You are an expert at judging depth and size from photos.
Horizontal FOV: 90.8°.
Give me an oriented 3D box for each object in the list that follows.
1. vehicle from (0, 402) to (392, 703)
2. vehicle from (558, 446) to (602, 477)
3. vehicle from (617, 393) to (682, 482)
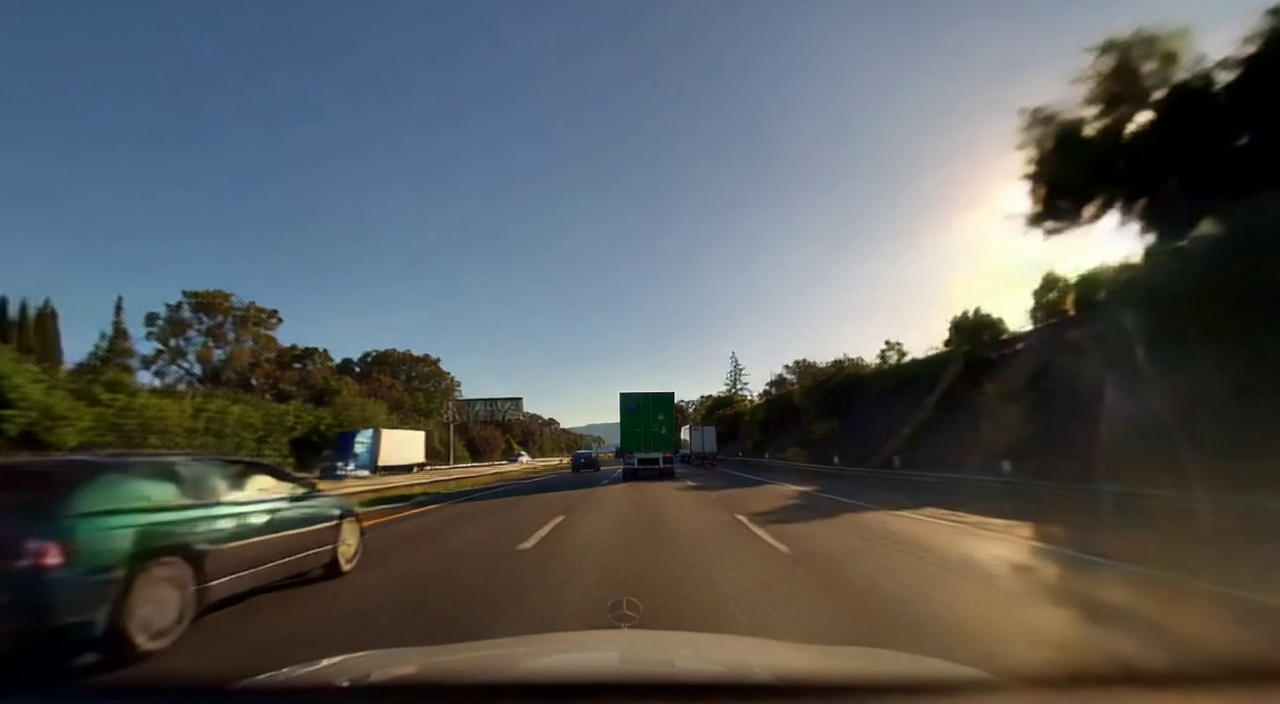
[{"bbox_3d":[-3.736,1.293,4.732,2.050,1.517,3.996,0,-9,1],"label":"vehicle"},{"bbox_3d":[-3.418,6.354,36.872,2.173,1.657,4.401,0,-9,-1],"label":"vehicle"},{"bbox_3d":[0.391,4.753,34.299,2.932,4.042,11.054,0,-9,0],"label":"vehicle"}]
